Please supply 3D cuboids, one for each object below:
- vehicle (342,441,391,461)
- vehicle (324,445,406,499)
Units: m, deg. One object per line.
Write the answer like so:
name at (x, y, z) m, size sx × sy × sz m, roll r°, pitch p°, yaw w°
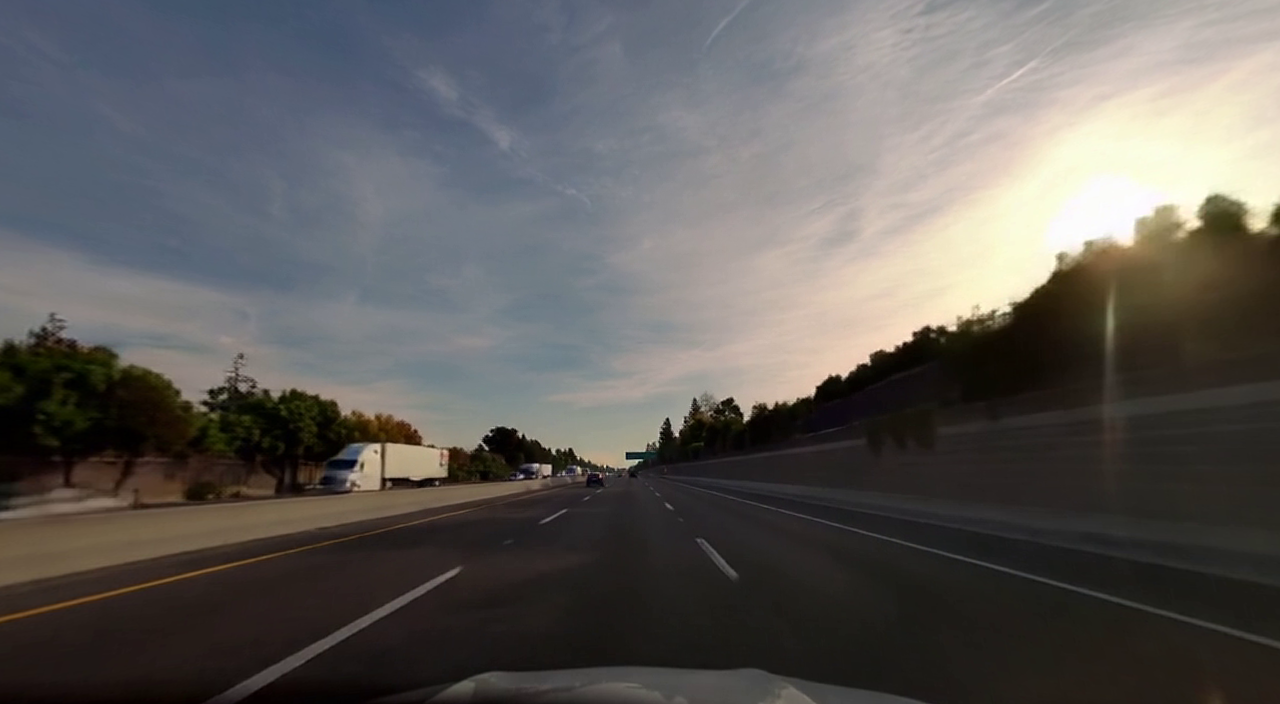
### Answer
vehicle at (-21.537, 7.850, 49.760) m, size 1.795 × 1.527 × 4.199 m, roll -1°, pitch -10°, yaw 2°
vehicle at (-21.546, 9.459, 49.968) m, size 2.975 × 3.858 × 7.495 m, roll 1°, pitch -11°, yaw 0°
